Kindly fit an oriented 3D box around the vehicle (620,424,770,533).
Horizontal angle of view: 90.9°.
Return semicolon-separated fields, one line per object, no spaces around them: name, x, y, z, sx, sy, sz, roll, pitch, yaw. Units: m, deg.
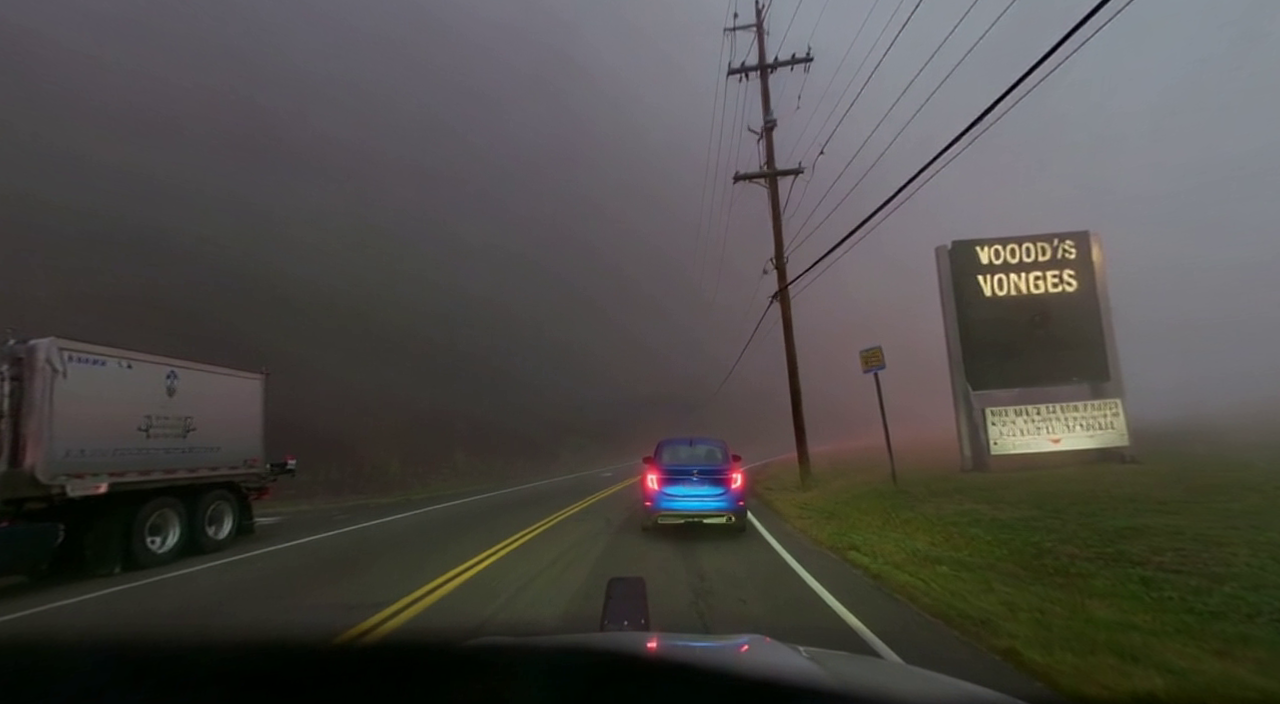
vehicle;0.794;2.050;10.740;2.081;1.503;3.726;0;-8;1

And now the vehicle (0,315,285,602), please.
vehicle;-8.498;1.352;7.463;3.395;3.071;7.634;-7;-6;7
